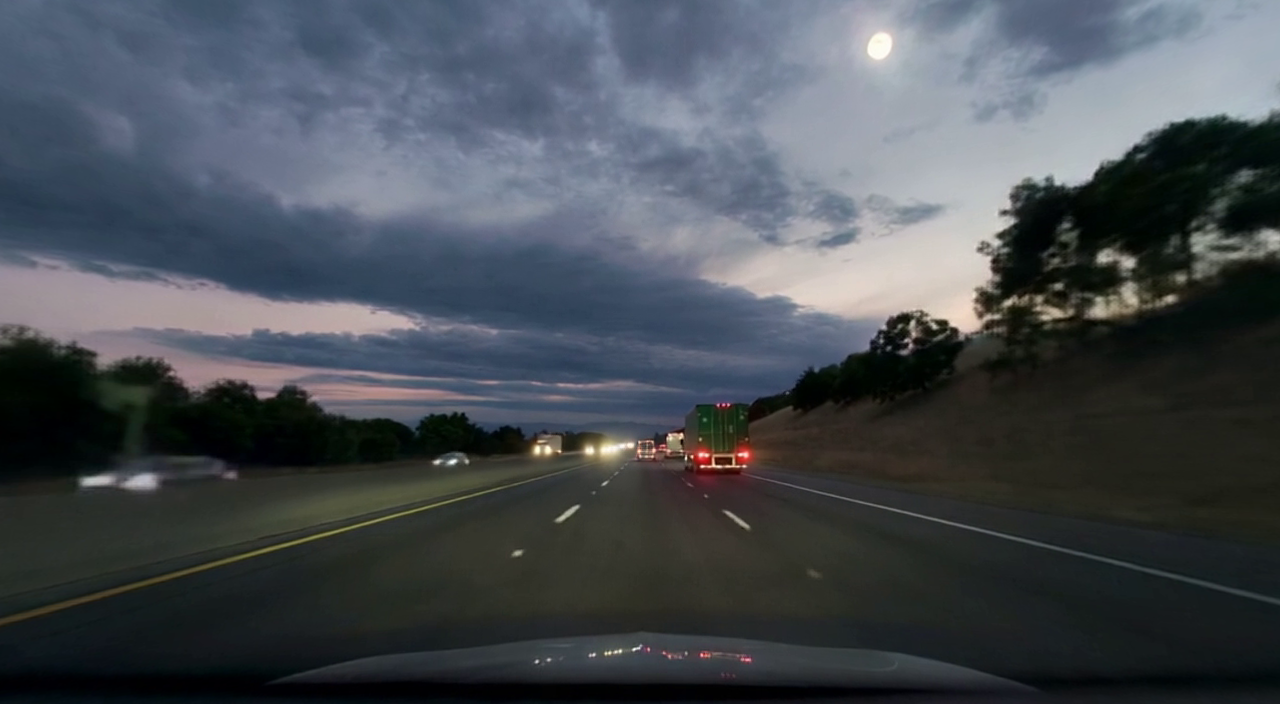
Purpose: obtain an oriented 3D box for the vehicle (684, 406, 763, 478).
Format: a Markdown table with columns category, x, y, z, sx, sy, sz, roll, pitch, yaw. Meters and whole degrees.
| category | x | y | z | sx | sy | sz | roll | pitch | yaw |
| --- | --- | --- | --- | --- | --- | --- | --- | --- | --- |
| vehicle | 4.319 | 4.980 | 34.678 | 2.960 | 3.381 | 8.914 | 0 | -9 | -1 |
